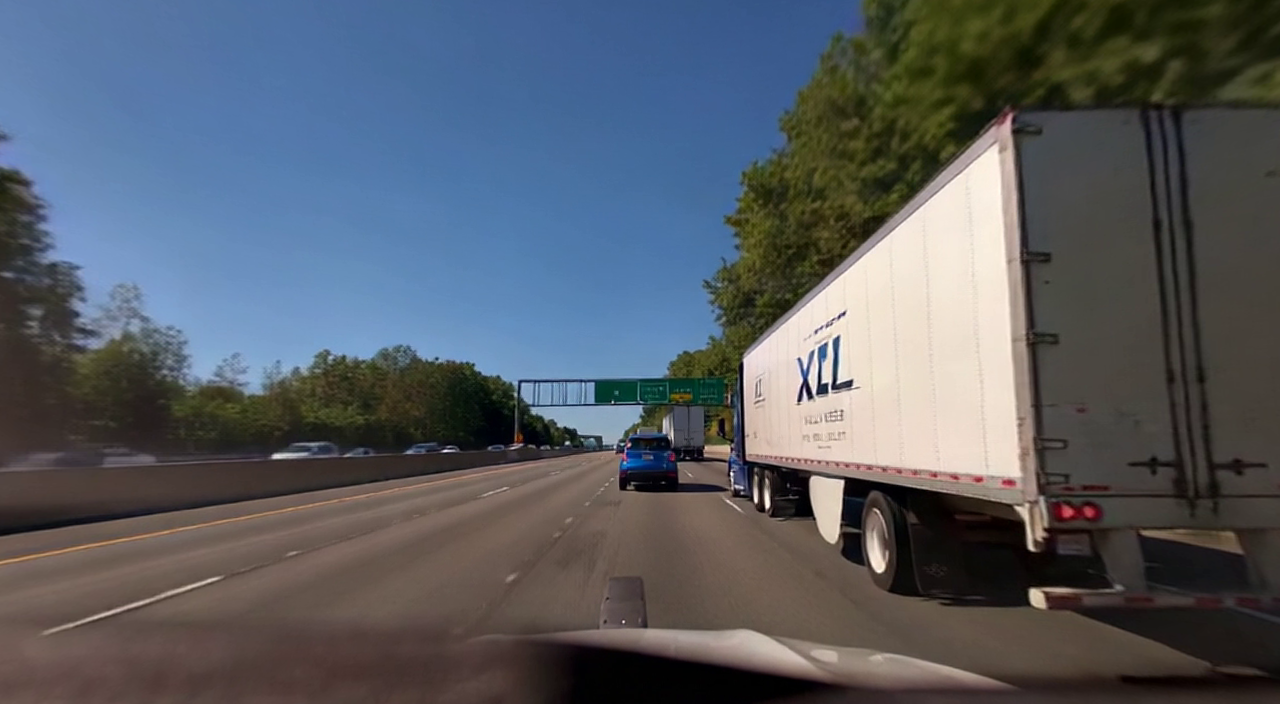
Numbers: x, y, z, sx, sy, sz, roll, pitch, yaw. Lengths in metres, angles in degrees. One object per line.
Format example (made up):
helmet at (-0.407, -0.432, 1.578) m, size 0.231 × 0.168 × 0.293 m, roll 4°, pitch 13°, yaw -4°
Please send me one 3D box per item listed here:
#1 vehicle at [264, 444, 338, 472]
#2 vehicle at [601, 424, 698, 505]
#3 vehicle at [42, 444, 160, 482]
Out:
vehicle at (-22.229, 6.942, 41.398) m, size 2.071 × 1.723 × 4.786 m, roll -1°, pitch -8°, yaw 2°
vehicle at (0.237, 2.688, 15.415) m, size 2.054 × 1.706 × 4.201 m, roll 0°, pitch -8°, yaw 1°
vehicle at (-28.766, 5.904, 33.745) m, size 2.069 × 1.884 × 4.746 m, roll 0°, pitch -8°, yaw 0°
